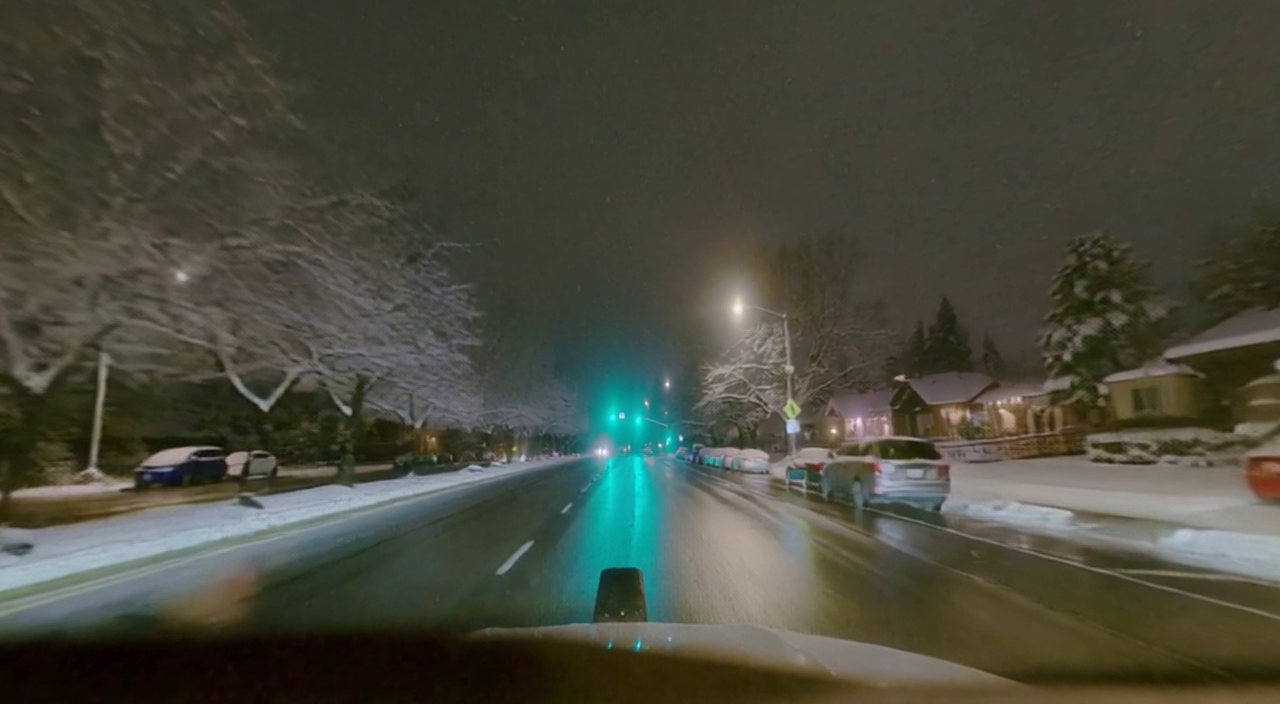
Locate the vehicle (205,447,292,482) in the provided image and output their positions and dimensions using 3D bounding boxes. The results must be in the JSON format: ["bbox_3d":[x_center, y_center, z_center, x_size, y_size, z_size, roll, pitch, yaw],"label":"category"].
[{"bbox_3d":[-21.685,6.208,35.030,1.965,1.523,4.798,-1,-6,-2],"label":"vehicle"}]

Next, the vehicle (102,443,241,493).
[{"bbox_3d":[-21.383,5.260,29.070,2.196,1.854,5.677,-1,-7,-1],"label":"vehicle"}]

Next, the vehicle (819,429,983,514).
[{"bbox_3d":[6.473,3.017,16.387,2.032,1.844,4.964,1,-9,-2],"label":"vehicle"}]

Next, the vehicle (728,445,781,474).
[{"bbox_3d":[6.374,6.008,35.372,1.922,1.494,4.772,1,-9,-2],"label":"vehicle"}]
